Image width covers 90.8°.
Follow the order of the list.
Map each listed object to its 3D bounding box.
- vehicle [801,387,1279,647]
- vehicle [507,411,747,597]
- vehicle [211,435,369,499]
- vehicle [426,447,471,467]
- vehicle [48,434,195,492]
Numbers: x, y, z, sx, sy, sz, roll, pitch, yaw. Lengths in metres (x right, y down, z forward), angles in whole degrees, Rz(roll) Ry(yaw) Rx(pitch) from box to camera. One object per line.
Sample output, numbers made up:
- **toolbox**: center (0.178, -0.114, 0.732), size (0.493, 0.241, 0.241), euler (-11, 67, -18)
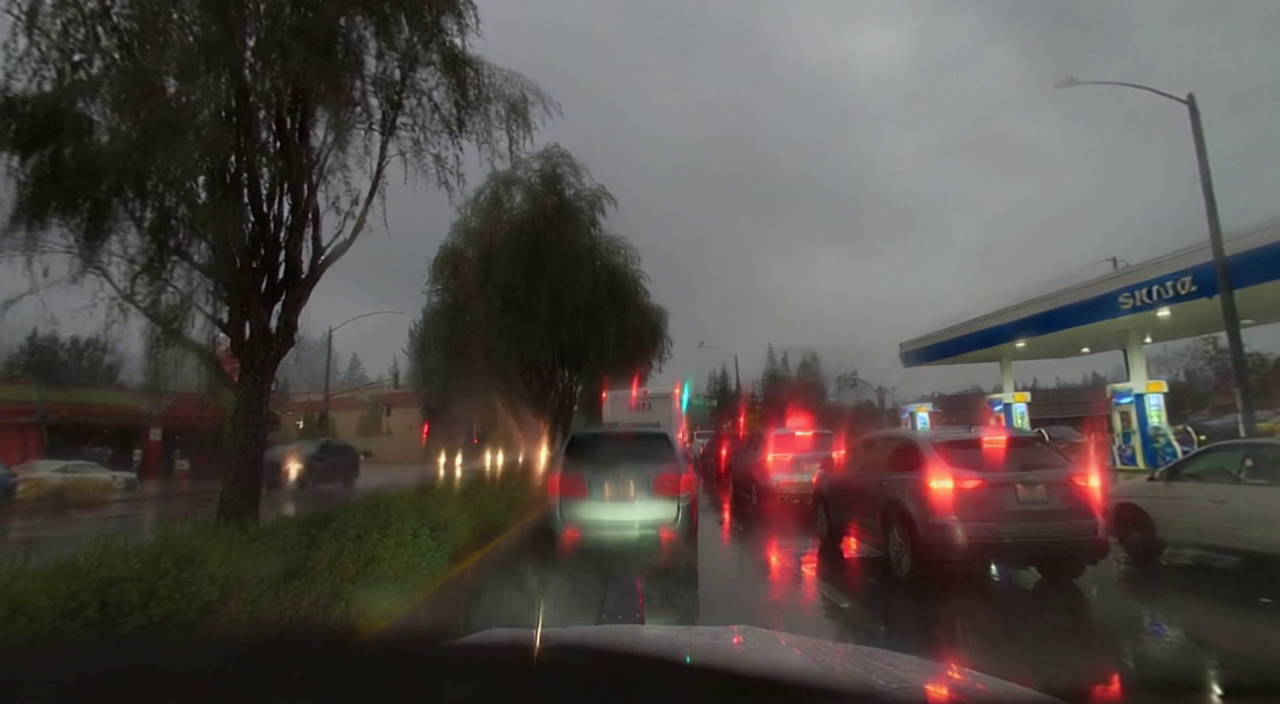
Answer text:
- **vehicle**: center (3.362, 1.419, 6.480), size (2.056, 1.700, 4.399), euler (0, -9, -3)
- **vehicle**: center (-0.156, 1.616, 7.492), size (2.106, 1.613, 3.697), euler (0, -9, -1)
- **vehicle**: center (-10.978, 3.637, 20.396), size (2.190, 1.778, 5.033), euler (0, -9, 0)
- **vehicle**: center (-14.738, 8.080, 48.828), size (2.011, 1.465, 4.528), euler (-1, -9, 1)
- **vehicle**: center (-26.953, 5.769, 33.299), size (2.571, 2.711, 6.027), euler (0, -9, -1)
